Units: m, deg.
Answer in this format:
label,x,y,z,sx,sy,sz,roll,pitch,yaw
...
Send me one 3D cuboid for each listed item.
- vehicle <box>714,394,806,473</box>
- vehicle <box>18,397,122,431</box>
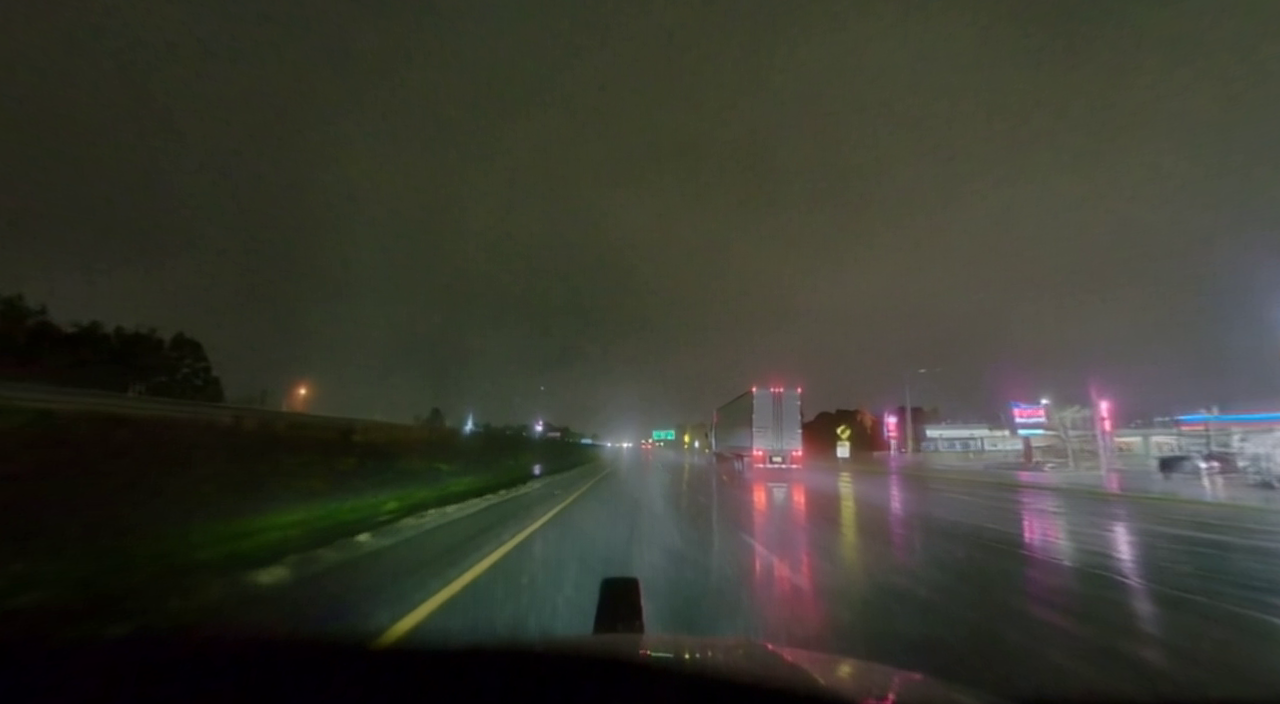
label,x,y,z,sx,sy,sz,roll,pitch,yaw
vehicle,7.260,5.452,41.264,2.912,4.153,15.866,0,-8,0
vehicle,-27.819,3.099,30.965,1.644,1.458,3.682,0,-8,-1
